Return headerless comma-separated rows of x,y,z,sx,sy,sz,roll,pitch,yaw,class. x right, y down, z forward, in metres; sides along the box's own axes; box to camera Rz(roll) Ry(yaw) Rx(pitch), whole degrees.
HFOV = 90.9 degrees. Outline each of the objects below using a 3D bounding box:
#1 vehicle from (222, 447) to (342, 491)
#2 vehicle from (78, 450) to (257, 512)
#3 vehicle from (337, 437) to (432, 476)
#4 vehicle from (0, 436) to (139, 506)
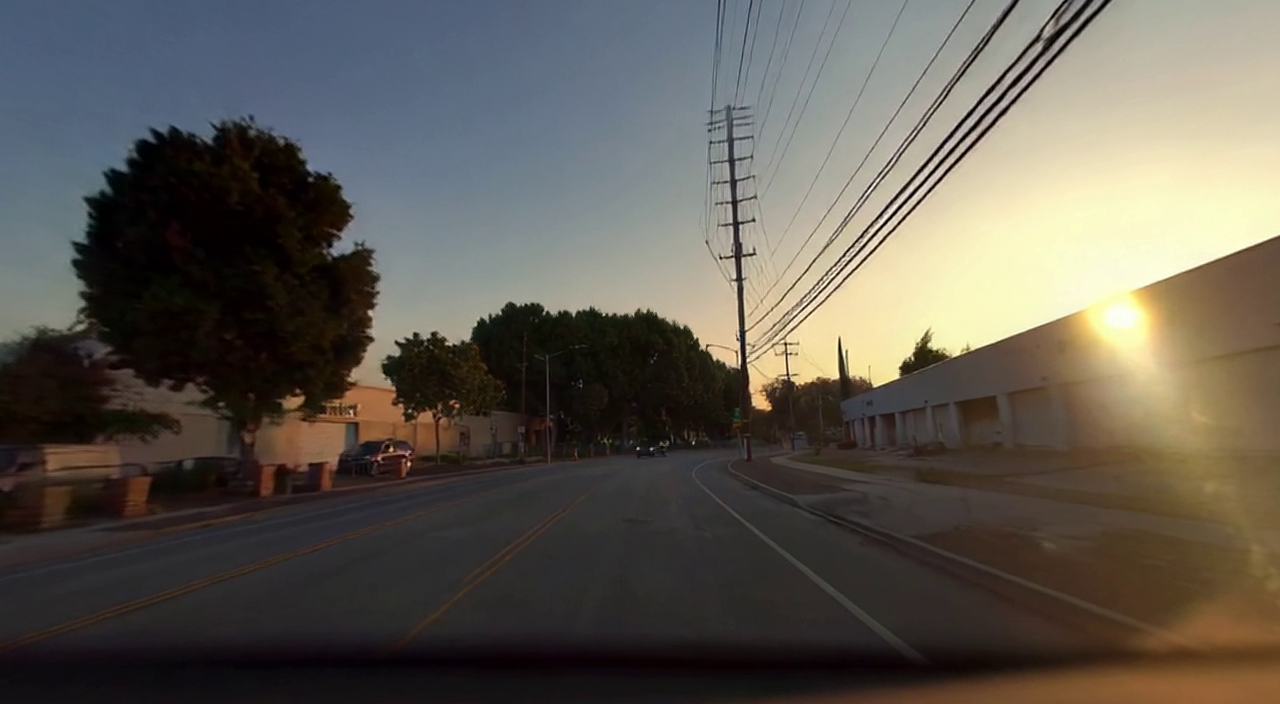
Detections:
-14.169,4.617,25.337,2.070,1.577,4.652,0,-8,1,vehicle
-14.523,3.945,19.804,2.122,1.440,4.601,-4,-8,0,vehicle
-15.460,6.424,38.722,2.502,2.113,6.488,-1,-10,6,vehicle
-19.753,3.810,20.614,2.099,2.038,5.624,0,-8,0,vehicle
